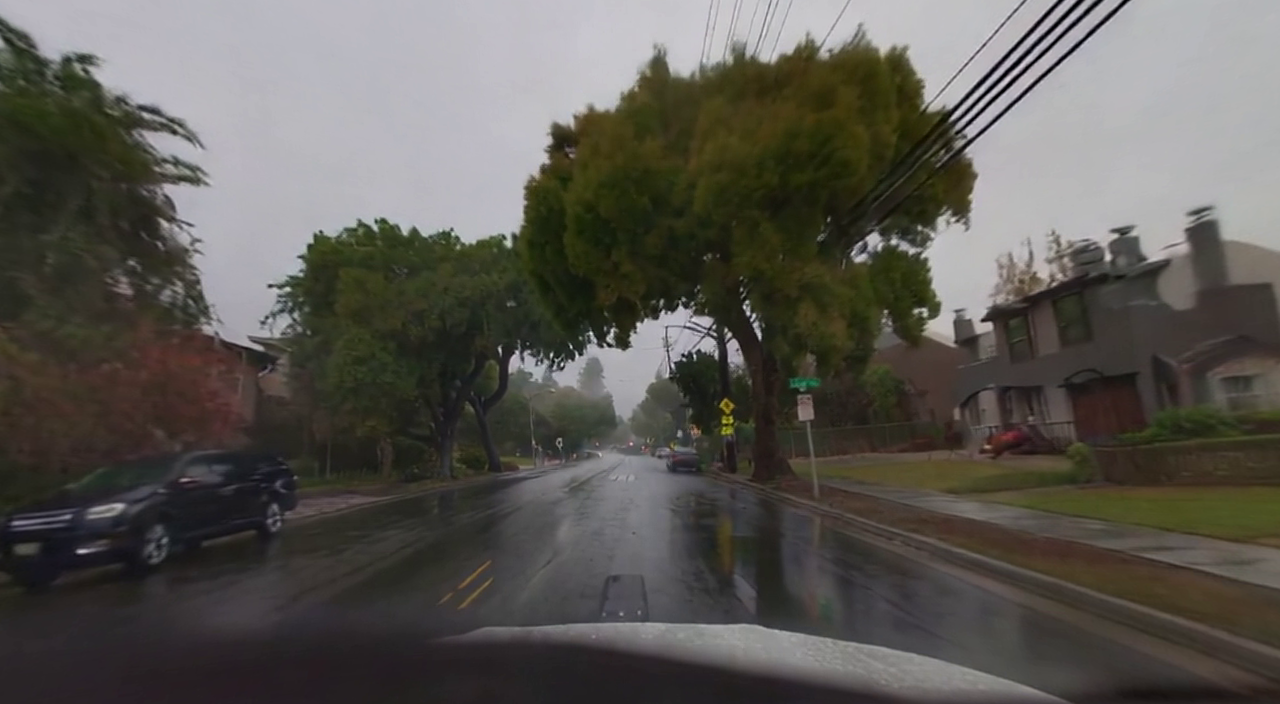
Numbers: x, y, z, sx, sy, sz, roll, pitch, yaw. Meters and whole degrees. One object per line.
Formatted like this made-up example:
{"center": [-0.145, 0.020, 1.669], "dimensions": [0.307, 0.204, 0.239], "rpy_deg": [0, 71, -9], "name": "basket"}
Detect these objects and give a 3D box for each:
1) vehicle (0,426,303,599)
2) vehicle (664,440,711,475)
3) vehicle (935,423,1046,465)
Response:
{"center": [-7.151, 2.146, 9.132], "dimensions": [2.135, 1.787, 4.452], "rpy_deg": [-4, -9, 0], "name": "vehicle"}
{"center": [2.422, 5.502, 33.221], "dimensions": [1.971, 1.710, 4.210], "rpy_deg": [0, -9, -2], "name": "vehicle"}
{"center": [13.934, 3.680, 25.237], "dimensions": [3.645, 1.532, 1.806], "rpy_deg": [-5, -10, 29], "name": "vehicle"}
